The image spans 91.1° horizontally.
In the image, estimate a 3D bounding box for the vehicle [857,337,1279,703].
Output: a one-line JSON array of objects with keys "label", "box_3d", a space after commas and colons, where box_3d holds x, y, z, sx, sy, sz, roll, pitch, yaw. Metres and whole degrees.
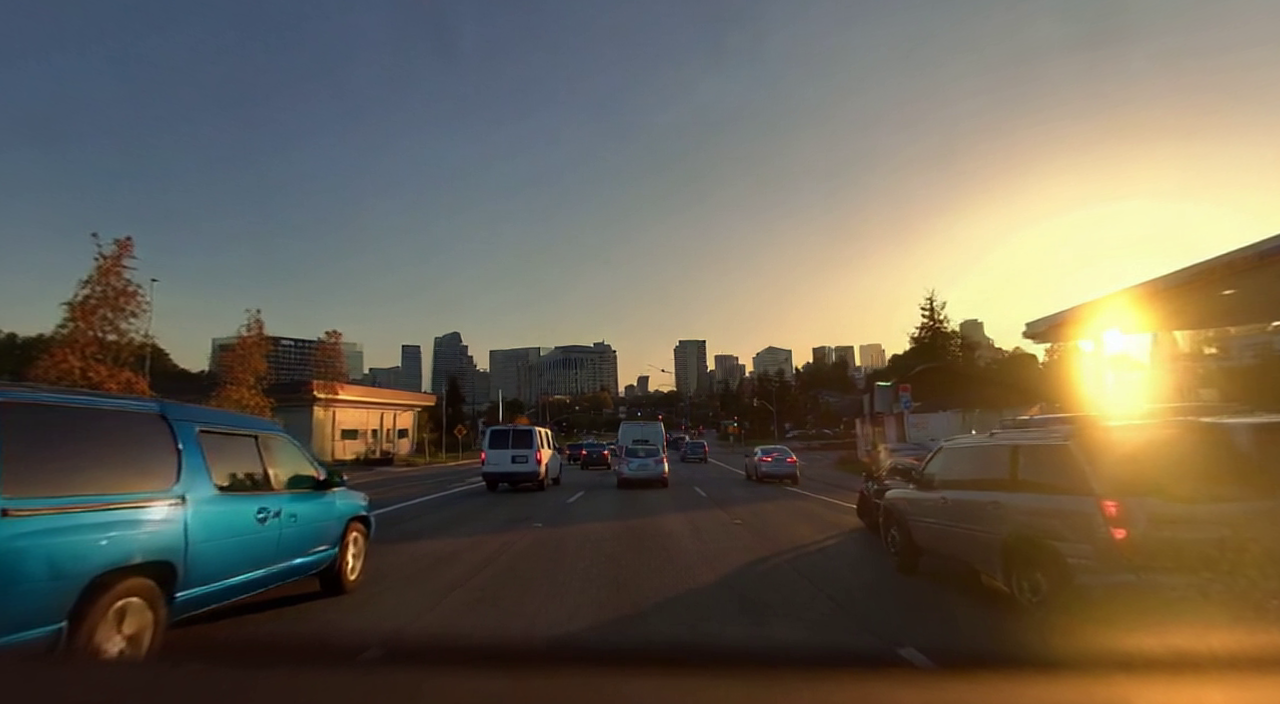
[{"label": "vehicle", "box_3d": [3.602, 1.170, 4.893, 2.055, 1.786, 4.817, 0, -8, 0]}]

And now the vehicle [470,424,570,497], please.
[{"label": "vehicle", "box_3d": [-3.510, 3.293, 19.479, 2.025, 1.936, 4.995, 0, -8, 1]}]

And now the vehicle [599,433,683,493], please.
[{"label": "vehicle", "box_3d": [0.049, 3.621, 20.947, 2.426, 1.703, 5.602, 0, -8, 0]}]

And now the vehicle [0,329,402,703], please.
[{"label": "vehicle", "box_3d": [-3.498, 0.989, 3.806, 2.002, 1.747, 5.173, 0, -8, 1]}]

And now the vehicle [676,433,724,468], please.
[{"label": "vehicle", "box_3d": [3.315, 5.594, 35.768, 2.193, 1.795, 5.130, 0, -8, 0]}]

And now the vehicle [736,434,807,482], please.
[{"label": "vehicle", "box_3d": [5.031, 4.124, 24.712, 2.119, 1.696, 4.623, -1, -8, 4]}]
